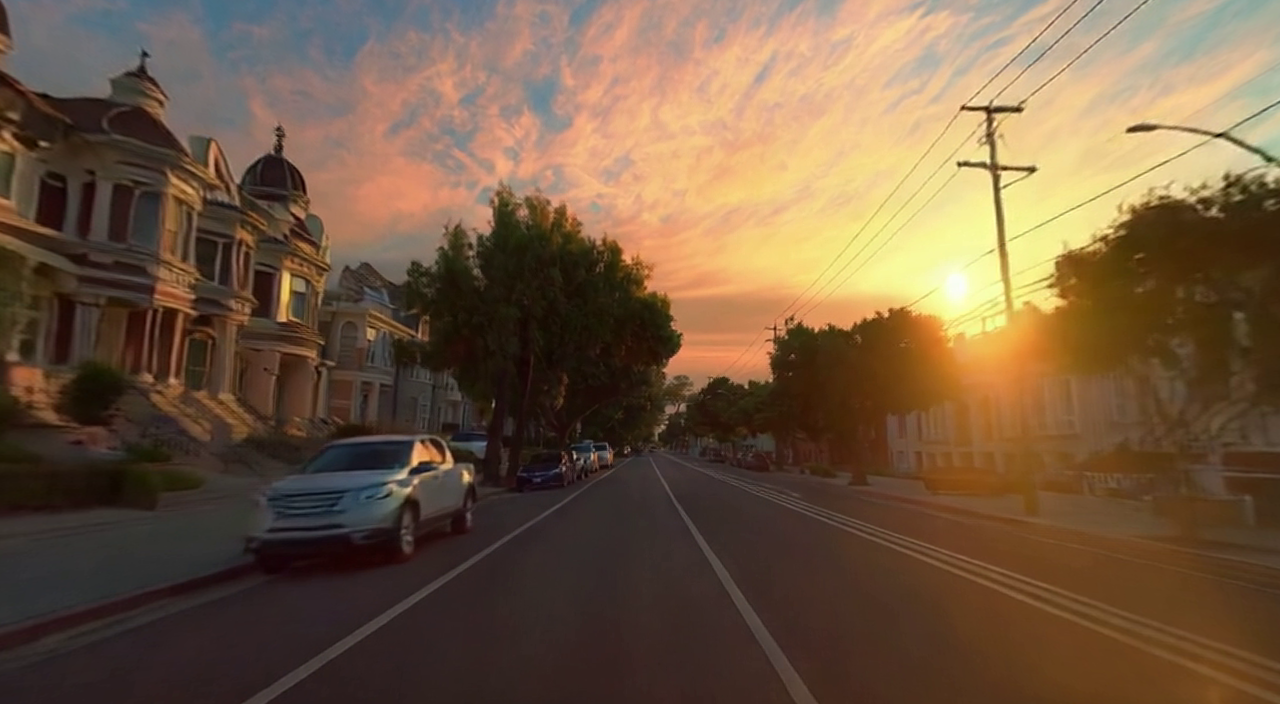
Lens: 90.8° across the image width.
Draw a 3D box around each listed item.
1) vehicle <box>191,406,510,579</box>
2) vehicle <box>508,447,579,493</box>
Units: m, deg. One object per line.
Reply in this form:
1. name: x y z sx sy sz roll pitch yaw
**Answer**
1. vehicle: -3.782 1.974 9.837 2.189 1.887 5.616 -1 -9 1
2. vehicle: -3.580 4.466 24.330 1.917 1.516 4.898 -2 -9 0
